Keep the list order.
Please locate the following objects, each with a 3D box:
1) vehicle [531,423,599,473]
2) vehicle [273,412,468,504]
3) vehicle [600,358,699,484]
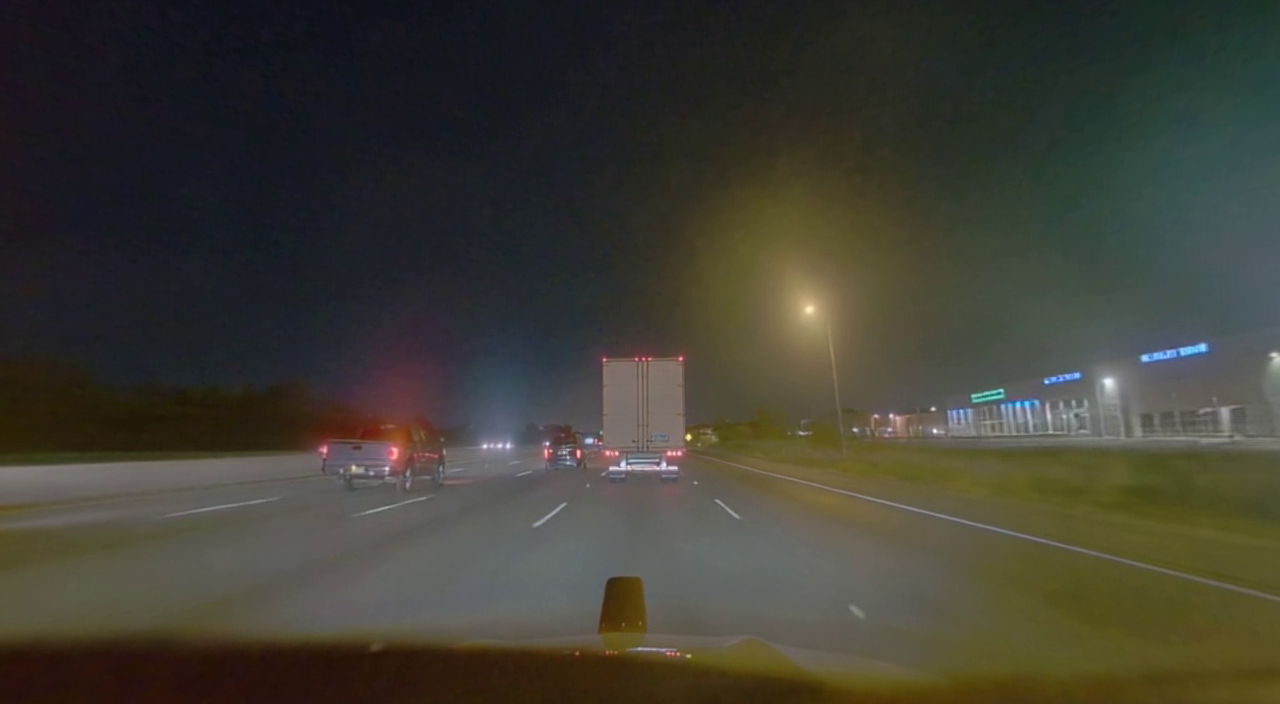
[{"bbox_3d":[-3.332,4.474,29.435,2.379,2.075,6.169,0,-9,1],"label":"vehicle"},{"bbox_3d":[-6.684,2.750,16.750,2.479,1.978,5.952,0,-9,1],"label":"vehicle"},{"bbox_3d":[0.246,2.787,23.834,2.941,3.794,9.851,0,-9,0],"label":"vehicle"}]
